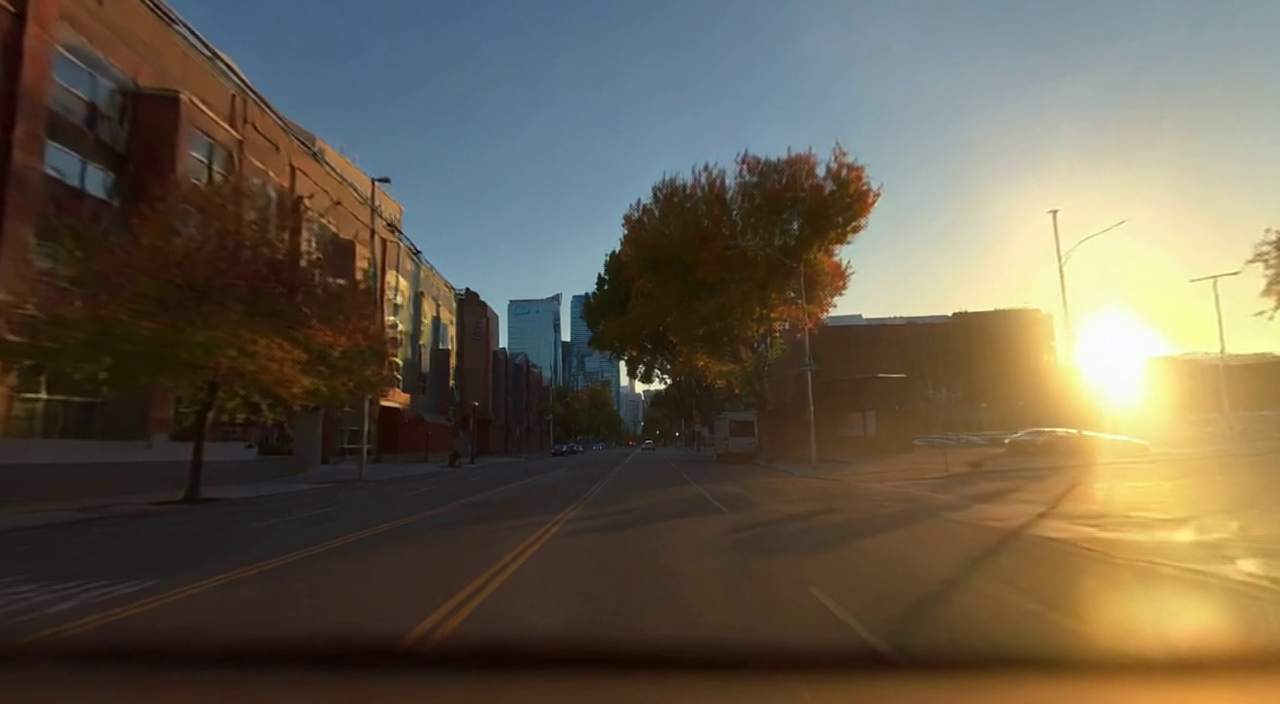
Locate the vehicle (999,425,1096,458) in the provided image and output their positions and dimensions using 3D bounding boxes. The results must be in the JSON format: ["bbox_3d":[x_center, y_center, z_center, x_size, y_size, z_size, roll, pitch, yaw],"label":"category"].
[{"bbox_3d":[24.866,5.496,38.477,2.005,1.861,4.478,4,-9,-27],"label":"vehicle"}]

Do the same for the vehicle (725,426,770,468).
[{"bbox_3d":[6.674,5.925,39.296,2.021,2.433,3.088,0,-8,-4],"label":"vehicle"}]

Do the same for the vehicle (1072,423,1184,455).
[{"bbox_3d":[32.563,5.878,42.070,2.097,1.894,5.338,1,-10,-26],"label":"vehicle"}]
